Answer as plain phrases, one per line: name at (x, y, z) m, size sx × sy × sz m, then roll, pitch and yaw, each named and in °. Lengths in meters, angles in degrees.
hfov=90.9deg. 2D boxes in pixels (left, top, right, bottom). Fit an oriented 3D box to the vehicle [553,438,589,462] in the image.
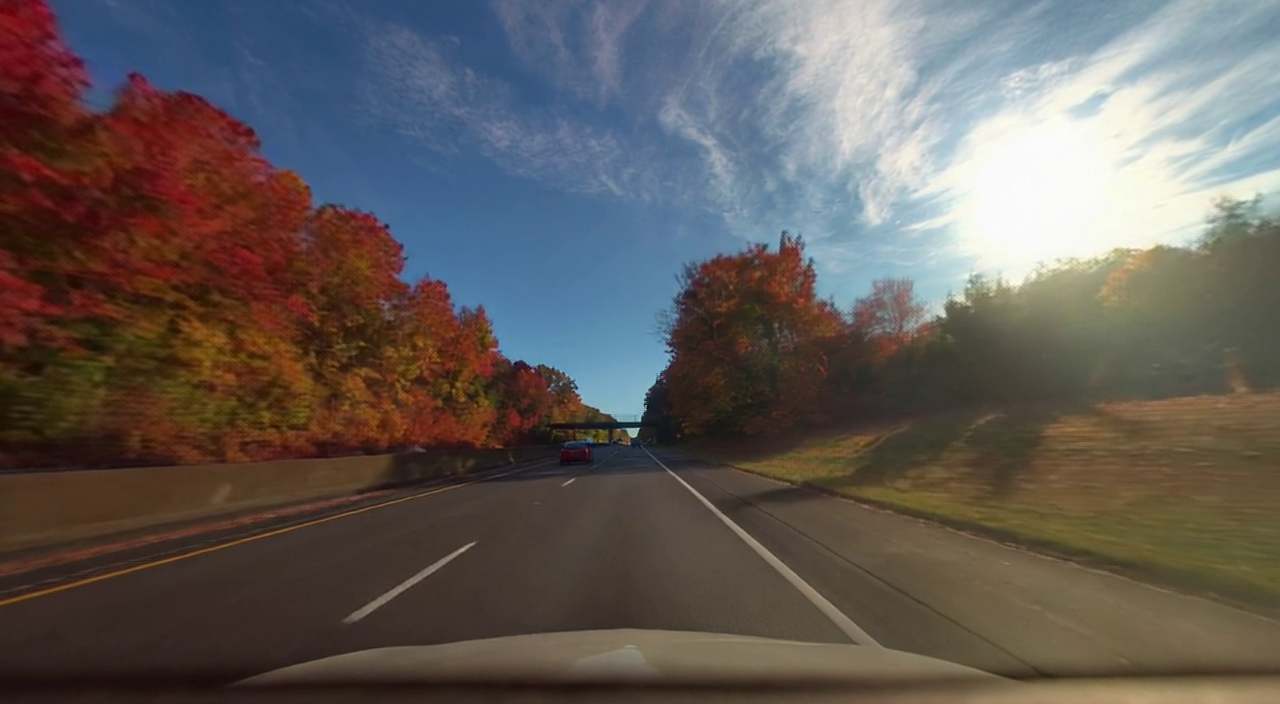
vehicle at (-4.564, 6.535, 42.108) m, size 2.002 × 1.553 × 4.247 m, roll 0°, pitch -8°, yaw -1°
